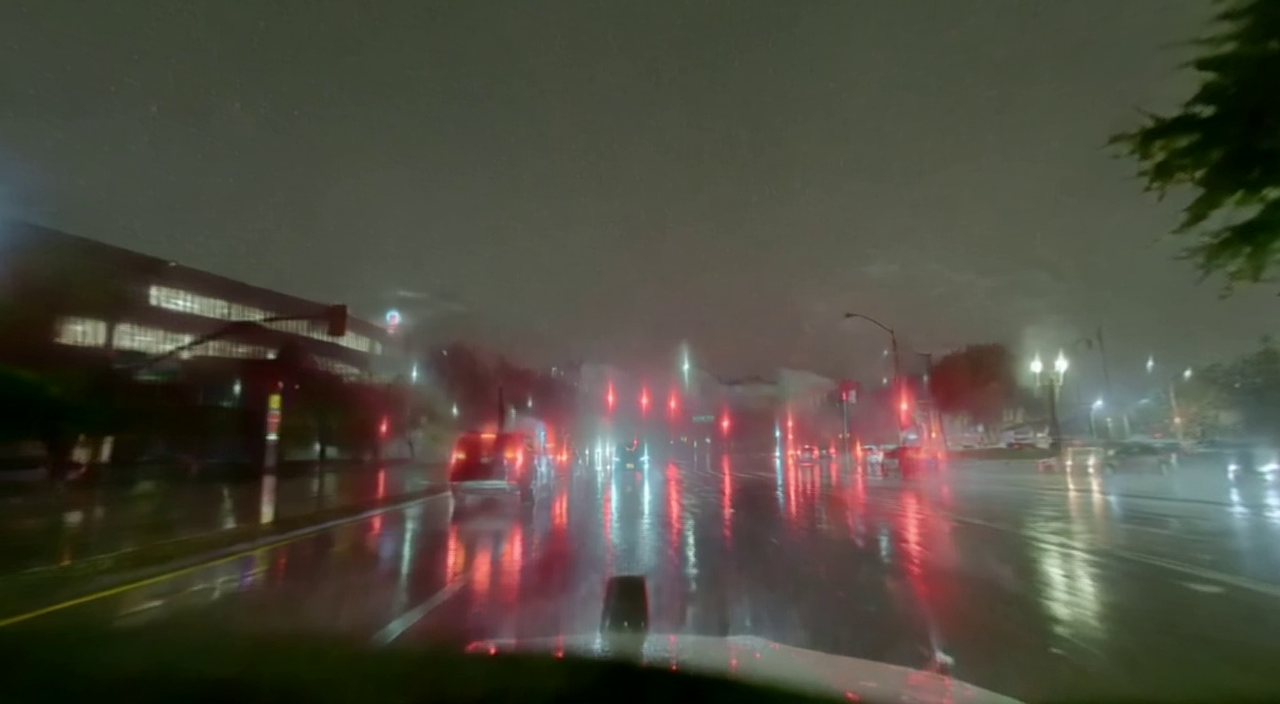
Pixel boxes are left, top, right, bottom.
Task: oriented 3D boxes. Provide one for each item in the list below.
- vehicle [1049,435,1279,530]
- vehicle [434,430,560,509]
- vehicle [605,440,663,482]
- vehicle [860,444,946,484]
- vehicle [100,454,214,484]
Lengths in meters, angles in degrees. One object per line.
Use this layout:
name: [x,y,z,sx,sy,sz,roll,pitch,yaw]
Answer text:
vehicle: [10.329,2.380,12.158,1.936,1.474,4.331,0,-8,0]
vehicle: [-3.357,2.867,15.878,2.057,1.678,4.639,0,-8,0]
vehicle: [-0.247,4.191,24.569,2.059,1.477,3.988,0,-8,-1]
vehicle: [11.052,4.696,26.808,1.935,1.435,4.141,4,-8,1]
vehicle: [-26.415,6.411,34.688,4.687,1.482,1.914,4,-10,-29]
